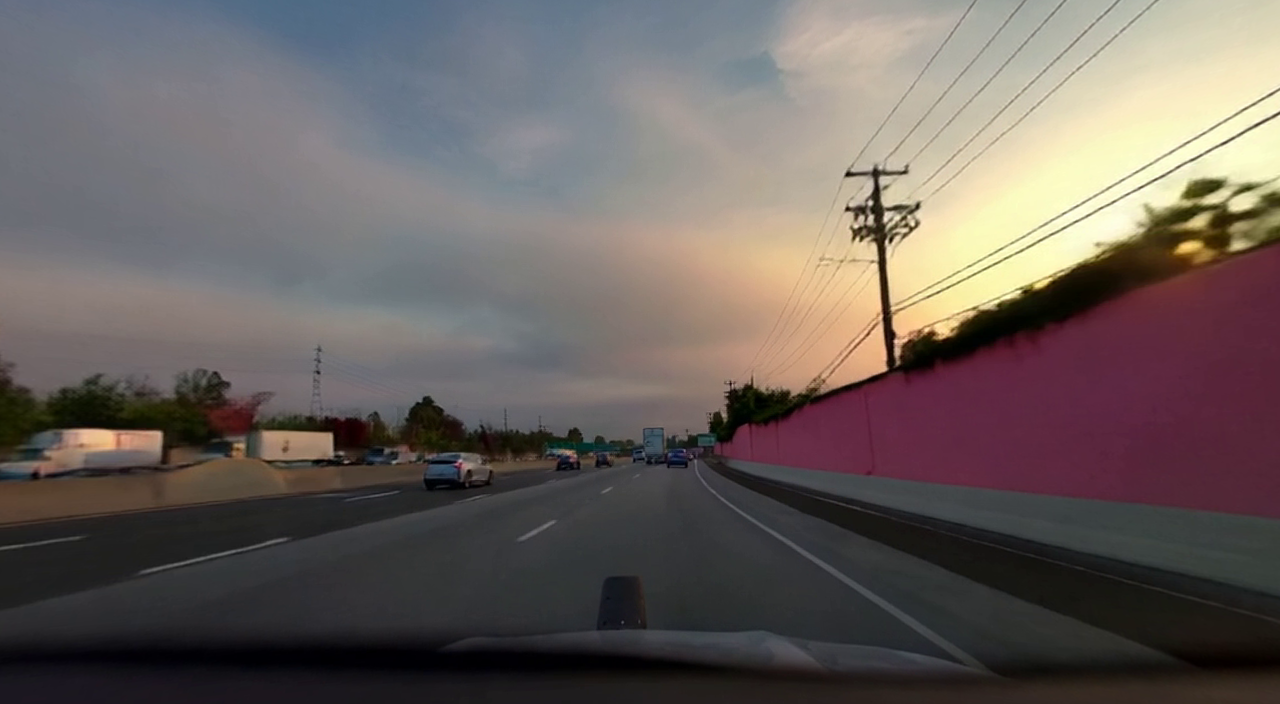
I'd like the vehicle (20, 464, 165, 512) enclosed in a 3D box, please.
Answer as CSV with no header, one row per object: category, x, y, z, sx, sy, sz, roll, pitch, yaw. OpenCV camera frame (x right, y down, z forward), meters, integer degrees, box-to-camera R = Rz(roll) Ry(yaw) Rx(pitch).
vehicle,-18.857,4.676,21.914,1.845,1.428,3.427,-1,-9,2

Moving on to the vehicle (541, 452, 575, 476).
vehicle,-5.354,7.351,41.354,1.708,1.489,2.840,-1,-9,4

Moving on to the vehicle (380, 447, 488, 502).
vehicle,-6.353,3.799,19.904,1.966,1.565,3.766,-1,-9,3

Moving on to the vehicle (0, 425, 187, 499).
vehicle,-26.294,5.229,30.426,2.532,3.078,7.751,-1,-9,4

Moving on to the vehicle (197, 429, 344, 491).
vehicle,-21.957,6.518,38.387,2.878,3.290,9.214,-1,-9,3
